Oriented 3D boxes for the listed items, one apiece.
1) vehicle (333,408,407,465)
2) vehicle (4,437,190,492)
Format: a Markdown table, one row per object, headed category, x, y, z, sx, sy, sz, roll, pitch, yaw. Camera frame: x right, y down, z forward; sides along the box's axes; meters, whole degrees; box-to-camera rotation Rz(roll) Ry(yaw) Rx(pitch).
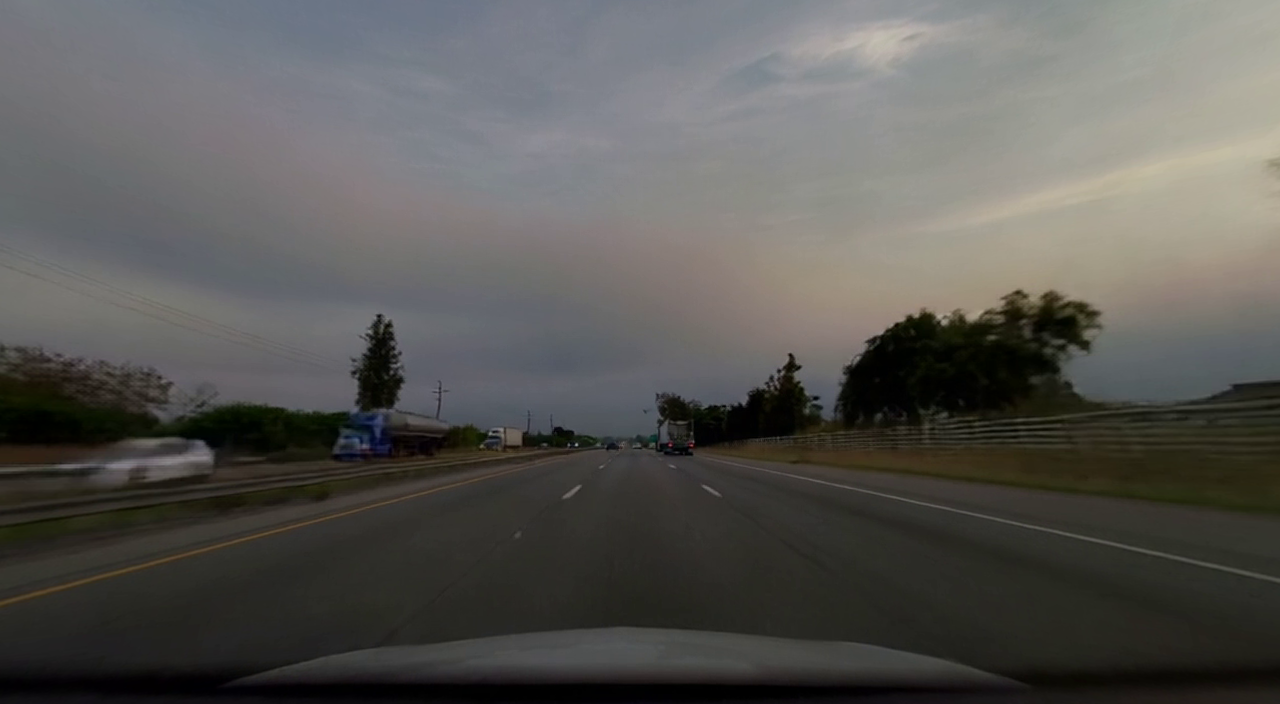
| category | x | y | z | sx | sy | sz | roll | pitch | yaw |
| --- | --- | --- | --- | --- | --- | --- | --- | --- | --- |
| vehicle | -20.336 | 6.435 | 47.776 | 2.983 | 3.974 | 5.851 | -1 | -8 | -1 |
| vehicle | -16.646 | 3.434 | 19.682 | 1.892 | 1.496 | 4.409 | -1 | -8 | 0 |
